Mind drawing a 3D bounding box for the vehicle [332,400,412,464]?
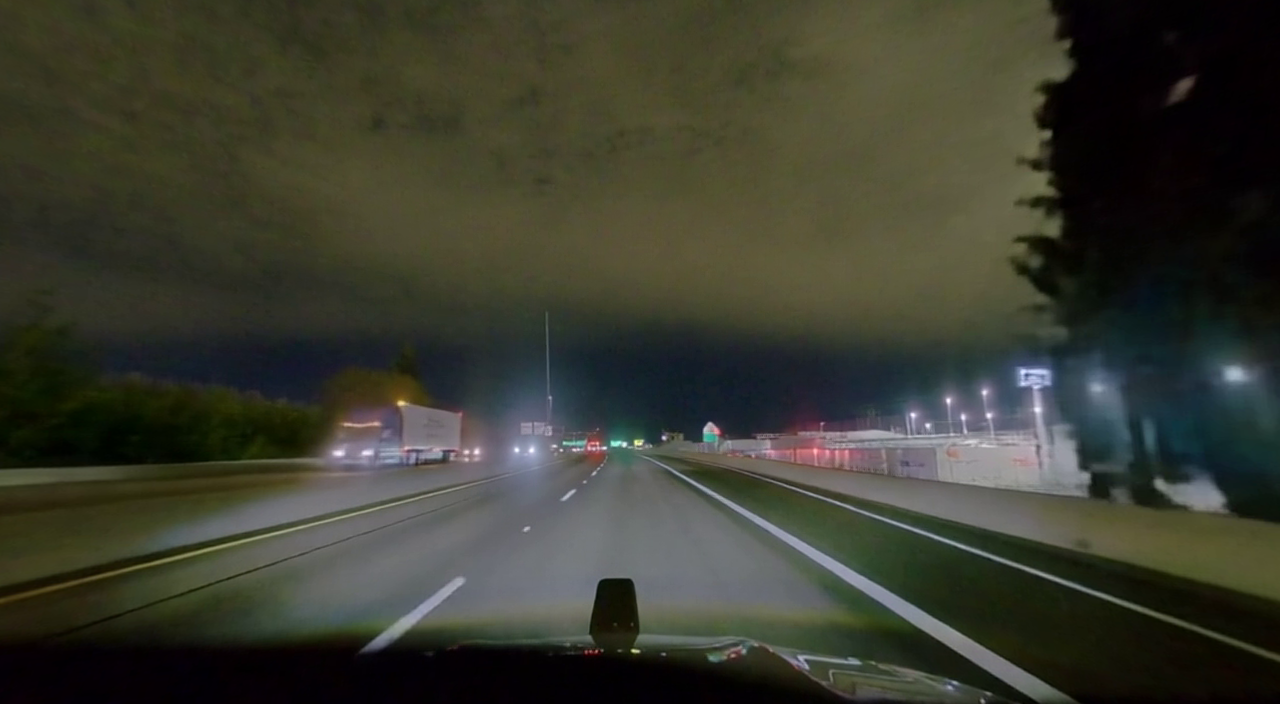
[{"bbox_3d":[-17.604,5.330,41.690,3.414,3.999,3.950,0,-8,0],"label":"vehicle"}]
